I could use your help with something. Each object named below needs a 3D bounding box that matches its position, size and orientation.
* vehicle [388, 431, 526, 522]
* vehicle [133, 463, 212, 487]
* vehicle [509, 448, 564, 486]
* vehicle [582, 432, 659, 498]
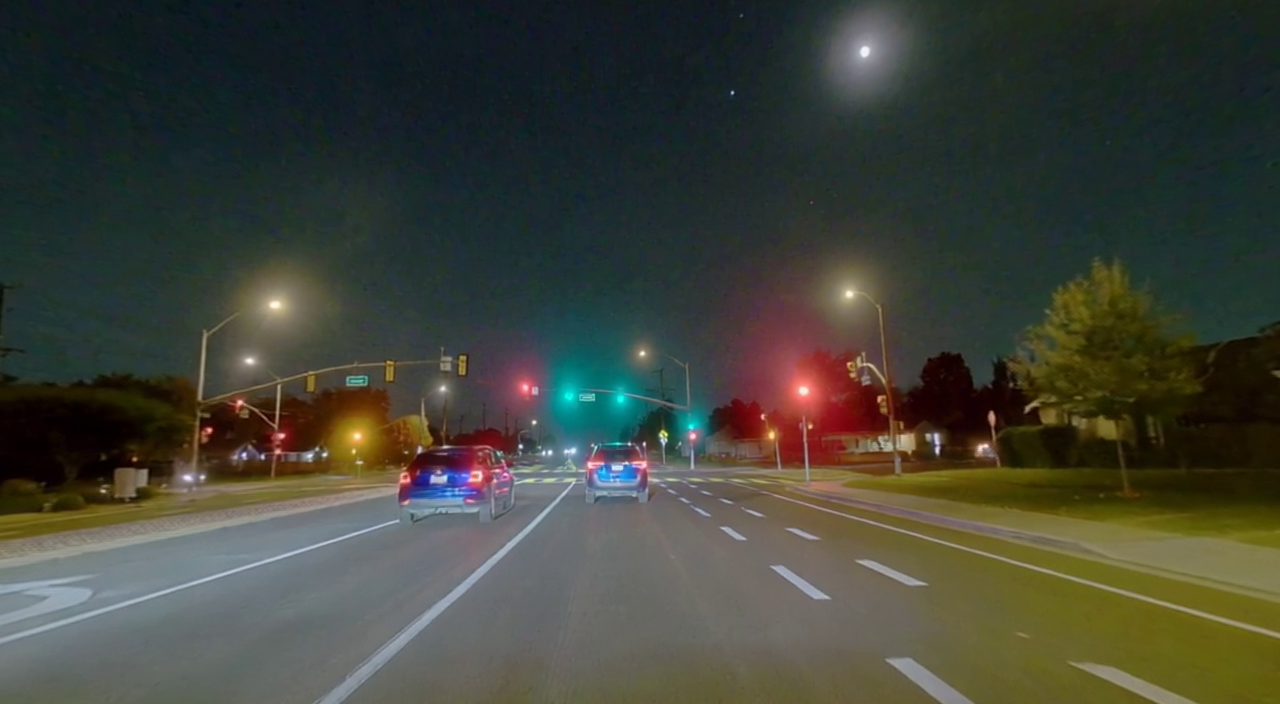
[{"bbox_3d":[-3.806,2.653,13.966,1.899,1.685,4.121,0,-9,-1],"label":"vehicle"},{"bbox_3d":[-35.713,9.376,48.325,4.533,1.738,2.151,-1,-9,10],"label":"vehicle"},{"bbox_3d":[-4.365,4.889,27.228,1.863,1.449,4.153,1,-9,-3],"label":"vehicle"},{"bbox_3d":[-0.628,3.500,19.903,2.155,1.836,4.250,0,-9,-2],"label":"vehicle"}]
